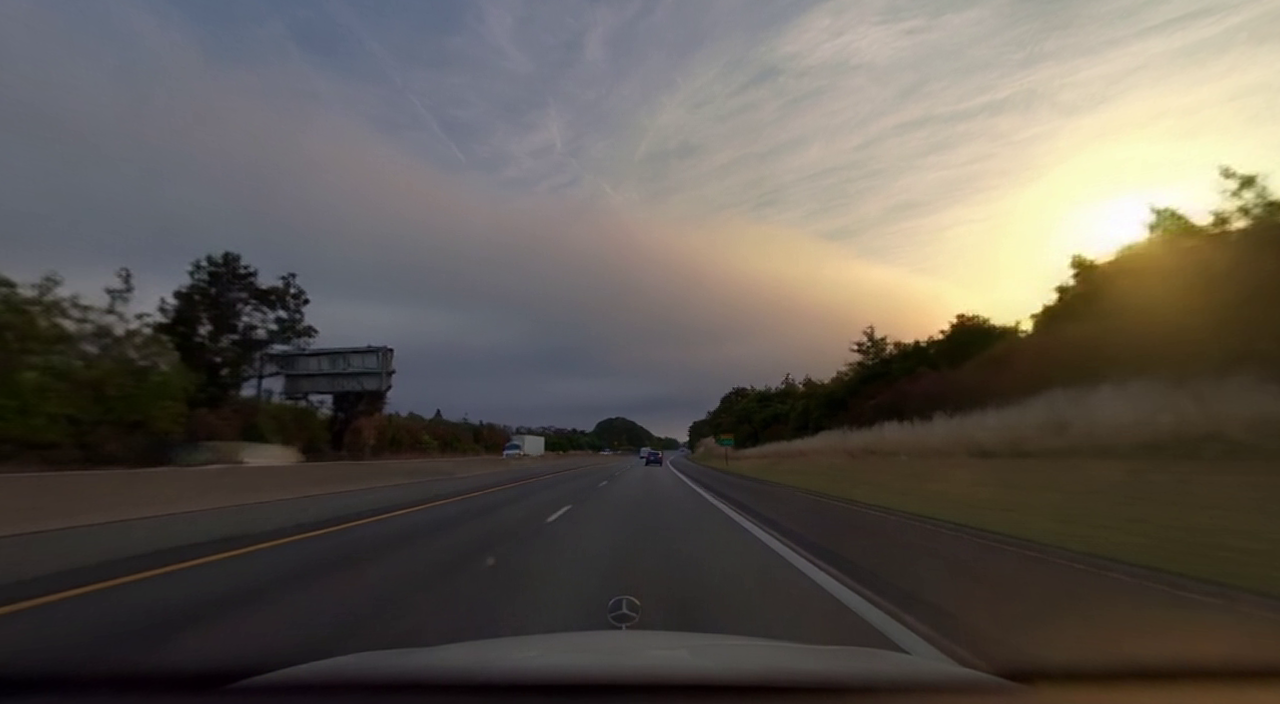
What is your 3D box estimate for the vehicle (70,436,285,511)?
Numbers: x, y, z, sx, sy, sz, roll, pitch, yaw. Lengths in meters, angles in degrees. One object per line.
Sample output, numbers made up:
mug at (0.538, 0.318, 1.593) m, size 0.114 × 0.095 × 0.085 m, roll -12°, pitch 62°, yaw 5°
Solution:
vehicle at (-12.564, 3.313, 17.729) m, size 2.059 × 1.763 × 5.143 m, roll 0°, pitch -9°, yaw 1°
